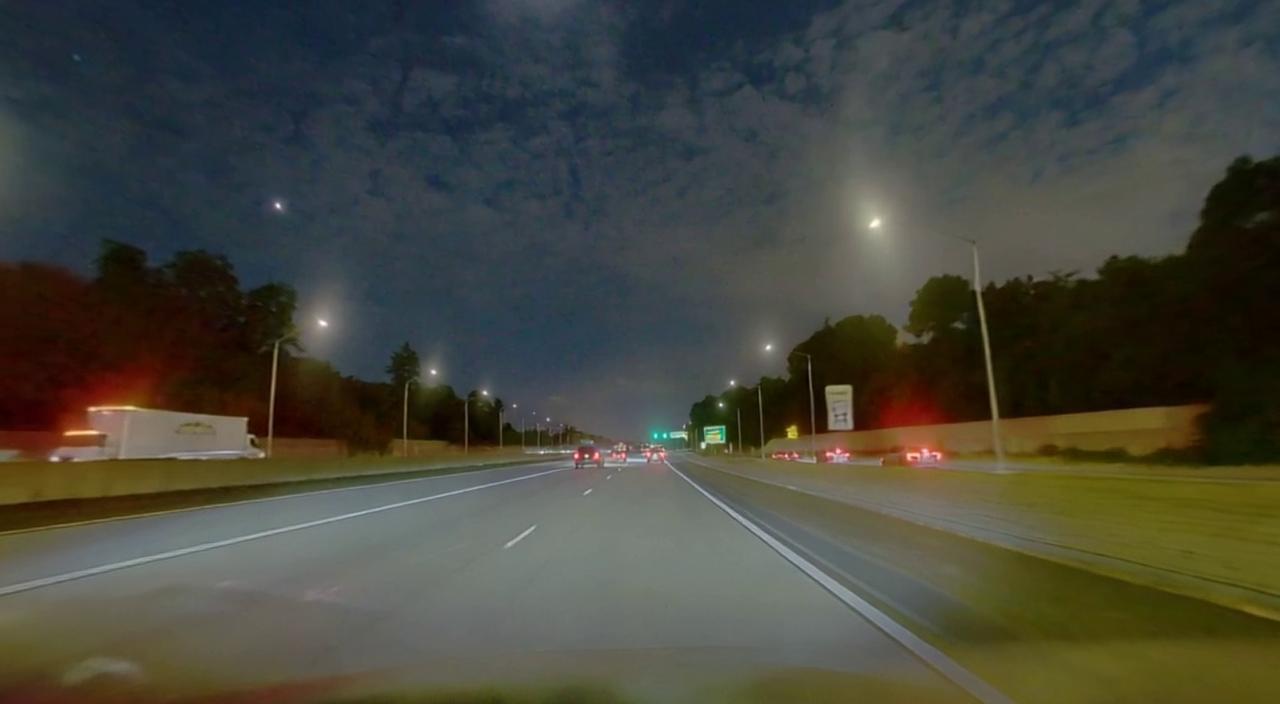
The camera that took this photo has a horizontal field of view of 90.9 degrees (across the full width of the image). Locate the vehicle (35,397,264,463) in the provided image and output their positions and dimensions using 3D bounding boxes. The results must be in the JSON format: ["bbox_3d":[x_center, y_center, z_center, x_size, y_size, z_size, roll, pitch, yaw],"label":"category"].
[{"bbox_3d":[-33.870,5.935,45.529,2.917,3.848,17.244,0,-9,0],"label":"vehicle"}]

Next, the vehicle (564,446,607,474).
[{"bbox_3d":[-3.463,6.977,41.000,2.263,1.696,4.321,0,-9,1],"label":"vehicle"}]
